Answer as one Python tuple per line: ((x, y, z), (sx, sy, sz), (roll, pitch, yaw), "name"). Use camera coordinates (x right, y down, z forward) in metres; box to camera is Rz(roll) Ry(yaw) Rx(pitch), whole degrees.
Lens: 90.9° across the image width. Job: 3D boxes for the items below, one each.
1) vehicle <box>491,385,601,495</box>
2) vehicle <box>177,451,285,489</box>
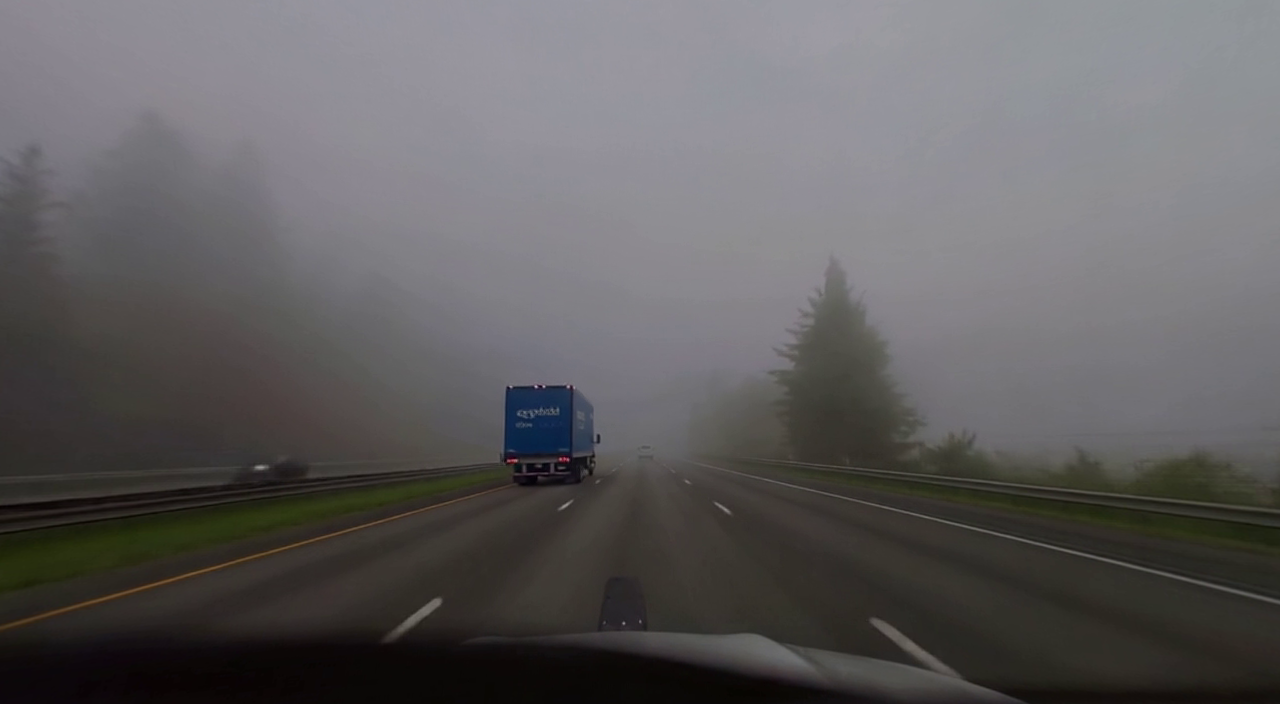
((-2.917, 3.059, 21.721), (2.695, 3.151, 6.885), (0, -9, 0), "vehicle")
((-16.940, 4.880, 26.378), (1.819, 1.454, 3.978), (0, -9, 0), "vehicle")
